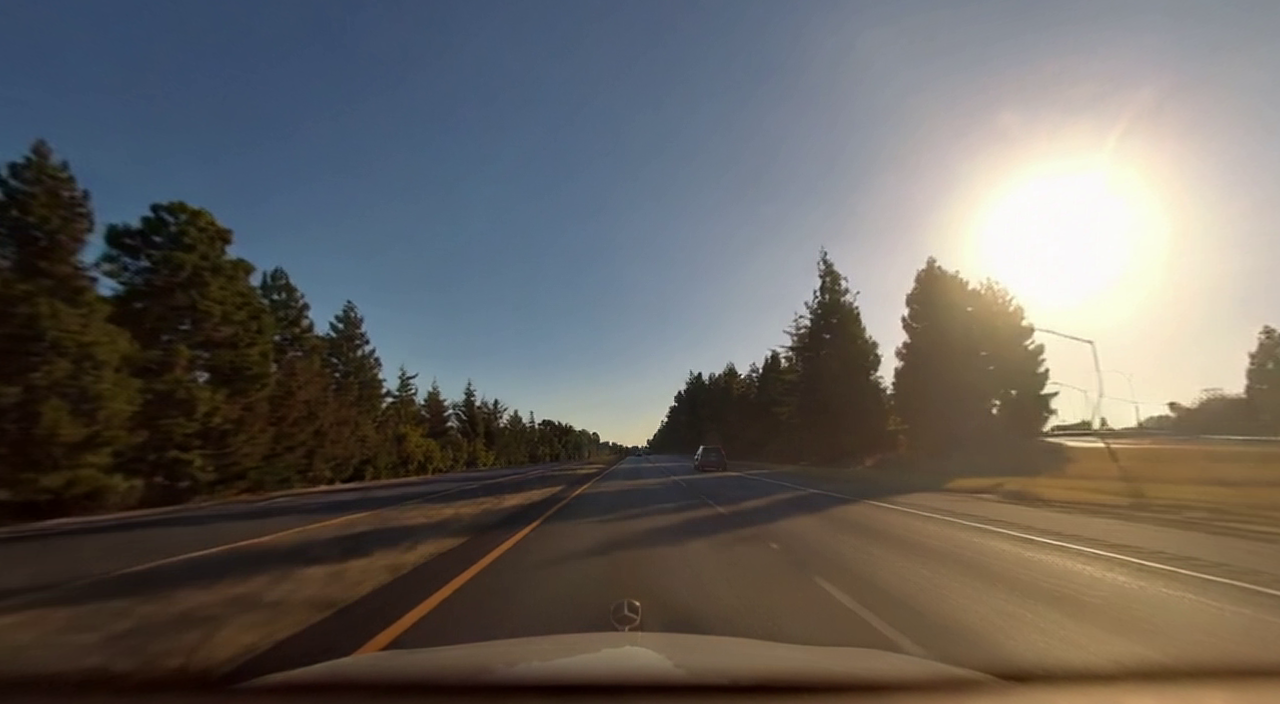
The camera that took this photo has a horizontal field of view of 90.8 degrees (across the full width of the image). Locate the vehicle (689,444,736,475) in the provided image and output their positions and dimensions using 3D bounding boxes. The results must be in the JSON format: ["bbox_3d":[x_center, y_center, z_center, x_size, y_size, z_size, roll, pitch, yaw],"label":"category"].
[{"bbox_3d":[3.978,5.983,35.271,2.013,1.584,3.995,0,-9,-1],"label":"vehicle"}]
